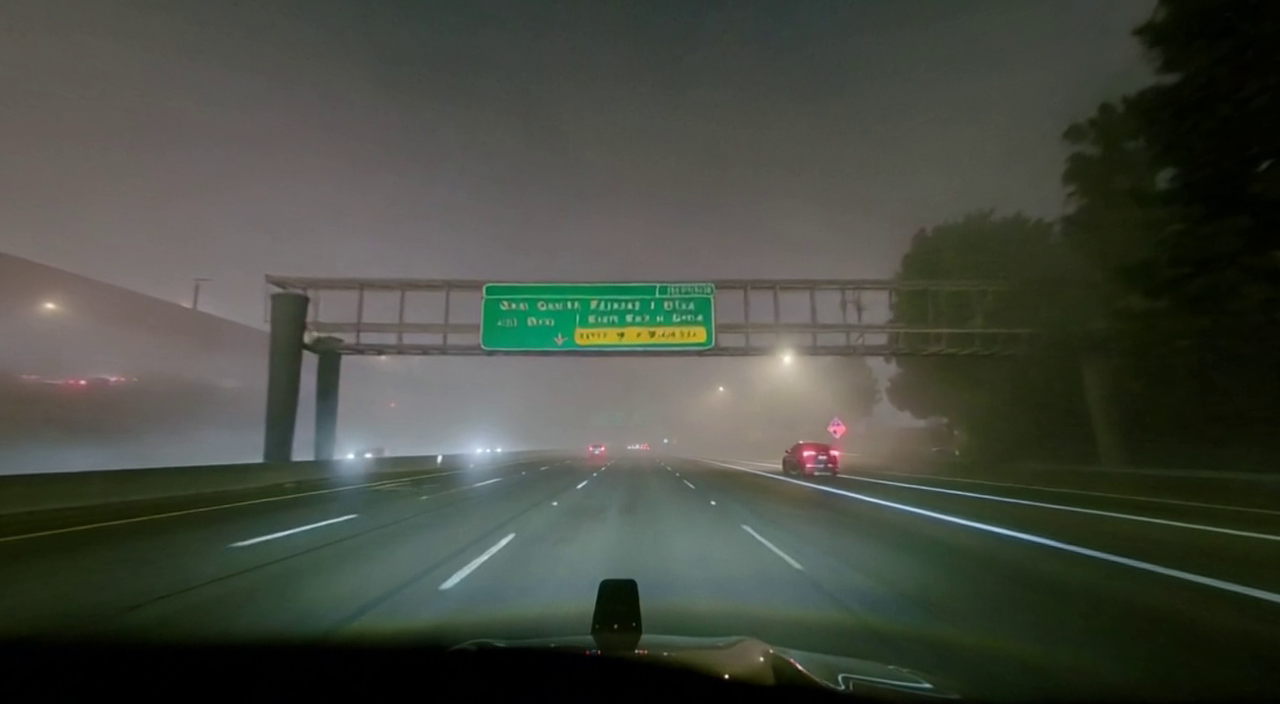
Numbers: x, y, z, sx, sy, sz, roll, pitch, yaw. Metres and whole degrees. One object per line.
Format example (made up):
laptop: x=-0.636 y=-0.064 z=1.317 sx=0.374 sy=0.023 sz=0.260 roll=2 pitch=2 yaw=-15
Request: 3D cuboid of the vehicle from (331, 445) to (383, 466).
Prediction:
vehicle: x=-21.562 y=7.894 z=48.403 sx=1.923 sy=1.567 sz=4.576 roll=0 pitch=-9 yaw=-1
